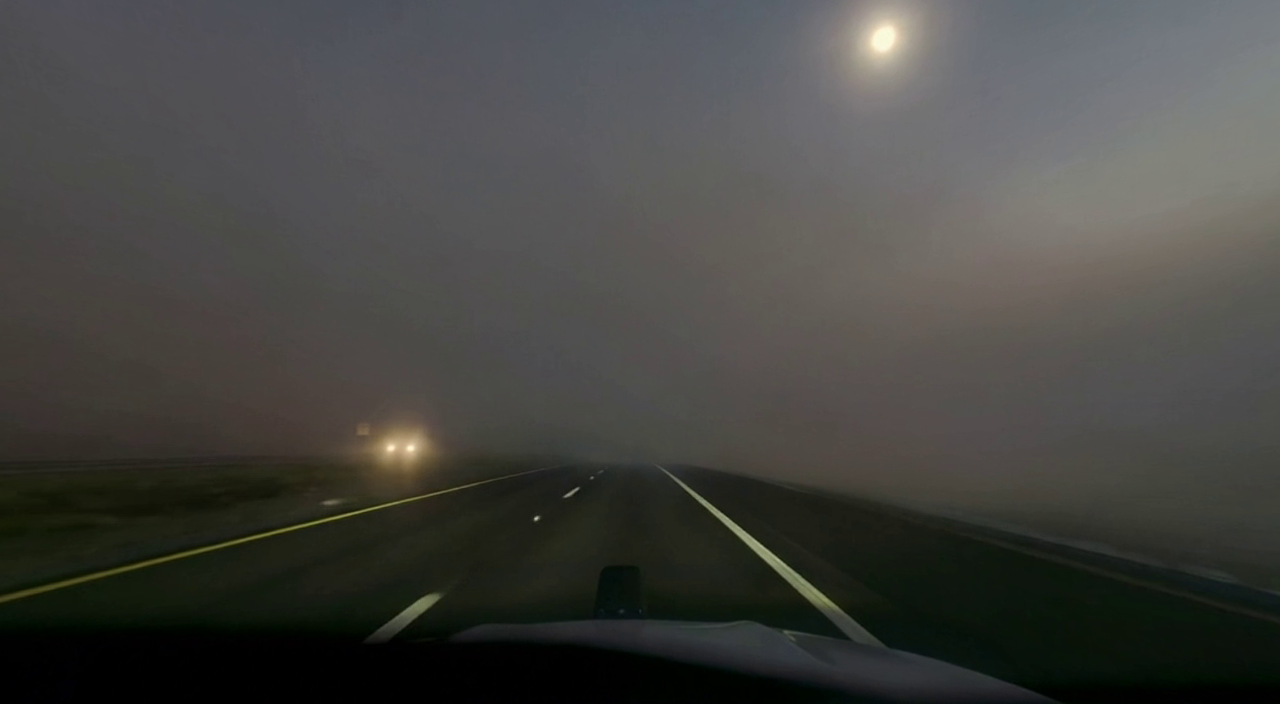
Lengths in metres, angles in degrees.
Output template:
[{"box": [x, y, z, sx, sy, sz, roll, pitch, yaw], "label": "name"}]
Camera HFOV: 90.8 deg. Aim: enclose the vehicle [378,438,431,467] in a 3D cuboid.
[{"box": [-17.286, 7.409, 46.621, 2.067, 1.980, 4.741, 0, -9, 0], "label": "vehicle"}]
